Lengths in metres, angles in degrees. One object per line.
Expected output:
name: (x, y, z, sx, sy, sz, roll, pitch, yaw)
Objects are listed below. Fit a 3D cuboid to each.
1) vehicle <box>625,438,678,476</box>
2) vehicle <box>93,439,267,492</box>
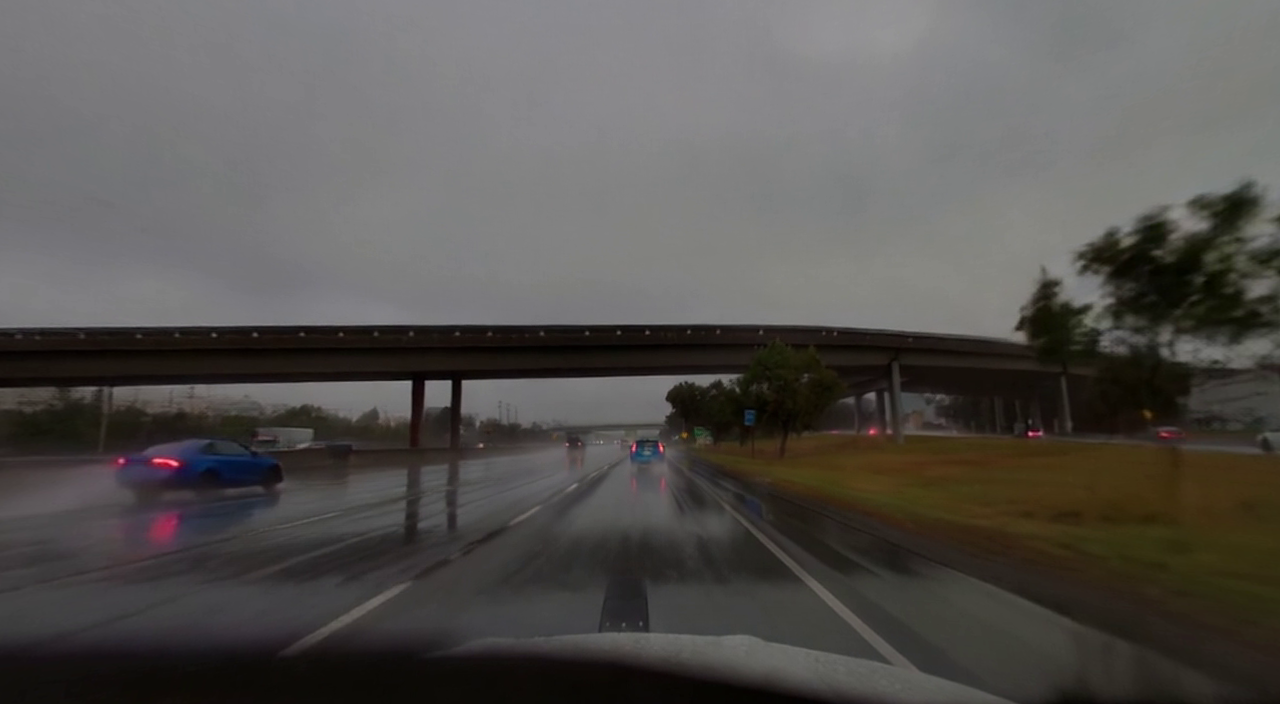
vehicle: (0.467, 4.512, 27.396, 2.145, 1.493, 4.146, 0, -8, 0)
vehicle: (-14.764, 3.642, 20.694, 1.960, 1.505, 4.854, 0, -8, 2)
